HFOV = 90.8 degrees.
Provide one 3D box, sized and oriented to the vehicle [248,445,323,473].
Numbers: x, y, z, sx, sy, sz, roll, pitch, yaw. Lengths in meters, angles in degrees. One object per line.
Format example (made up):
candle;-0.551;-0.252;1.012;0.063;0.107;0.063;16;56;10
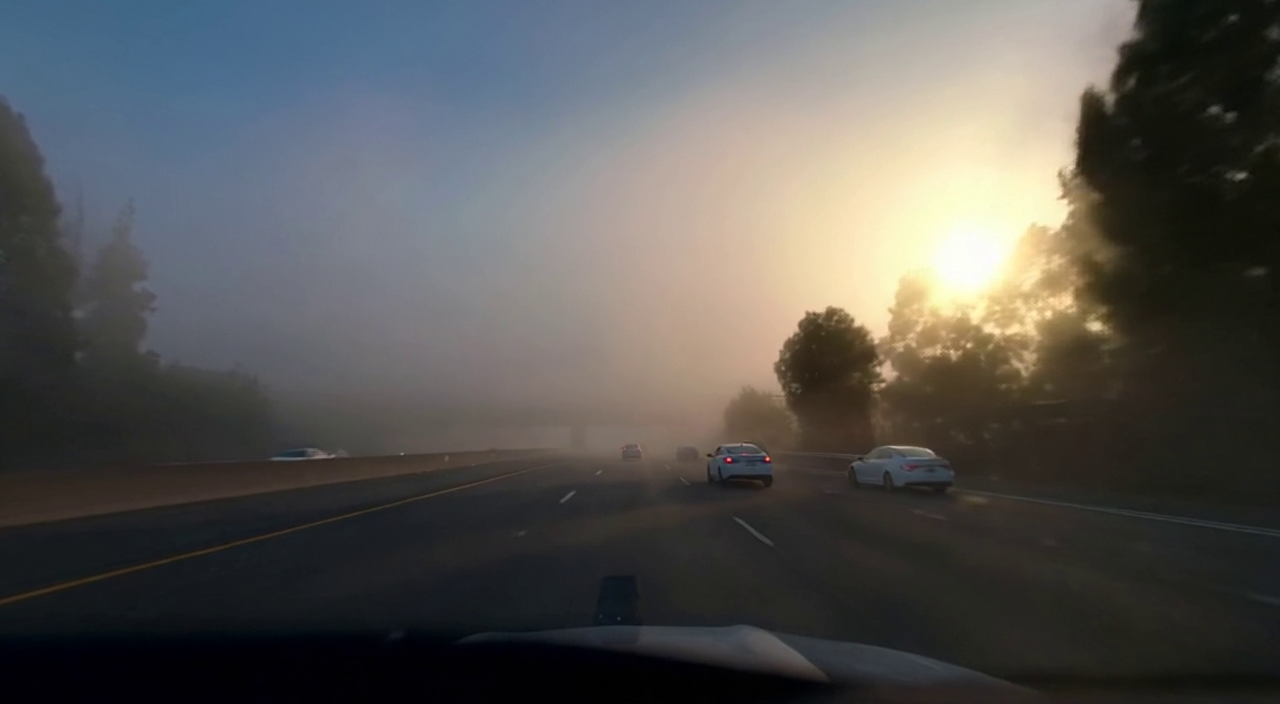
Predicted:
vehicle;-20.403;6.142;36.589;1.889;1.491;4.573;1;-8;-3

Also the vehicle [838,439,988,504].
vehicle;7.126;3.147;17.104;1.946;1.497;4.467;0;-8;-1

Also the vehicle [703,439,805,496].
vehicle;3.201;3.347;18.772;2.076;1.472;4.562;0;-8;-2
